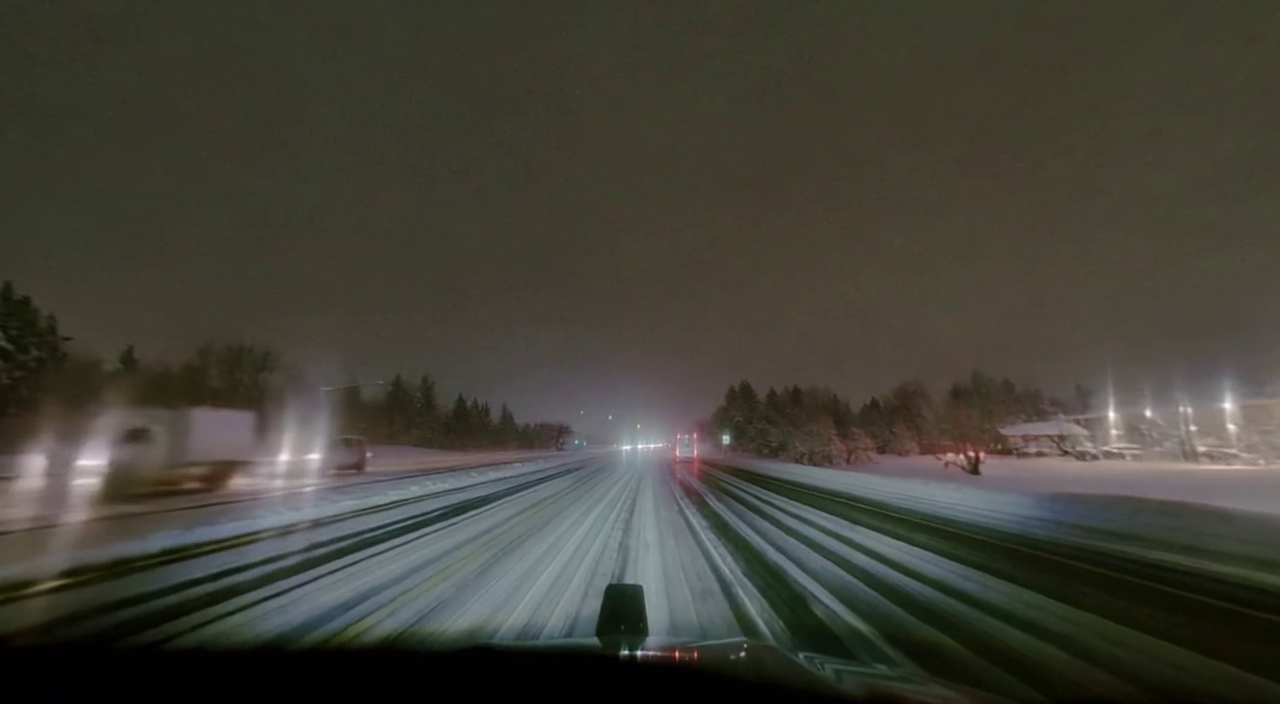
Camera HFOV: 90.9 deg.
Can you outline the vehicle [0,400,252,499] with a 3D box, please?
[{"bbox_3d":[-19.734,3.837,25.171,2.989,3.268,8.334,0,-8,1],"label":"vehicle"}]
